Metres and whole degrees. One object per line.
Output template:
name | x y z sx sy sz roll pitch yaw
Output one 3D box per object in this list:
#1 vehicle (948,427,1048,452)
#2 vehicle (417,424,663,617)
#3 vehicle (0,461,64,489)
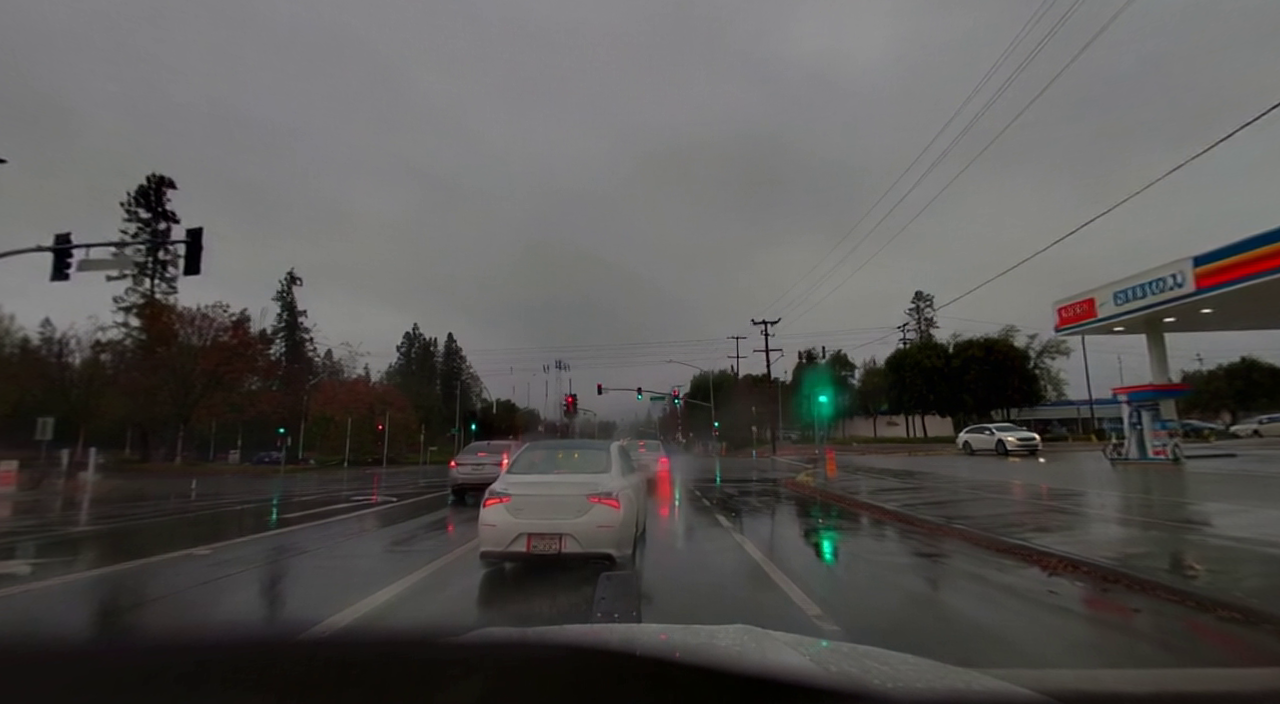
vehicle | 22.063 5.421 39.081 4.874 1.502 2.048 0 -8 1
vehicle | -0.724 1.674 7.325 1.916 1.510 4.447 0 -8 3
vehicle | -35.416 6.860 35.244 1.796 1.440 4.802 -1 -8 3
